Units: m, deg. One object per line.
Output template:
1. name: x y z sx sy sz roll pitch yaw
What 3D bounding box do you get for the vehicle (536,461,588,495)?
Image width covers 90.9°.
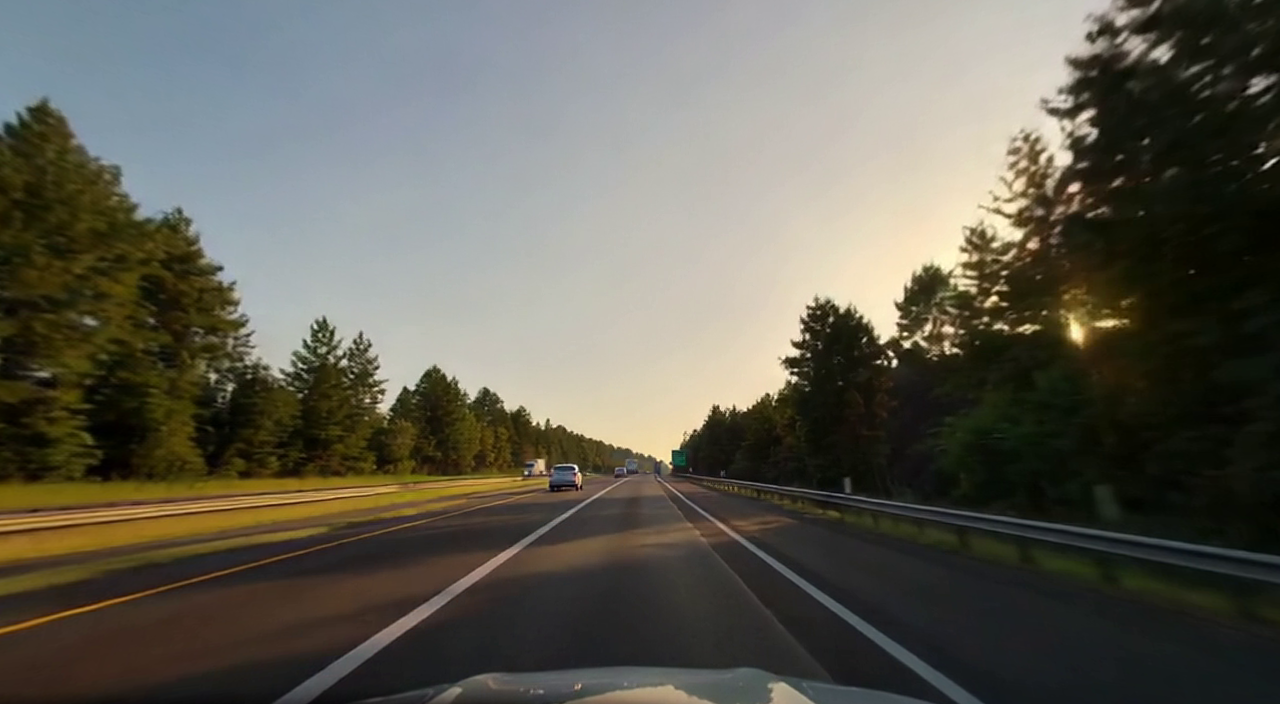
1. vehicle: -3.945 6.478 32.540 2.180 1.618 4.219 1 -10 -1
